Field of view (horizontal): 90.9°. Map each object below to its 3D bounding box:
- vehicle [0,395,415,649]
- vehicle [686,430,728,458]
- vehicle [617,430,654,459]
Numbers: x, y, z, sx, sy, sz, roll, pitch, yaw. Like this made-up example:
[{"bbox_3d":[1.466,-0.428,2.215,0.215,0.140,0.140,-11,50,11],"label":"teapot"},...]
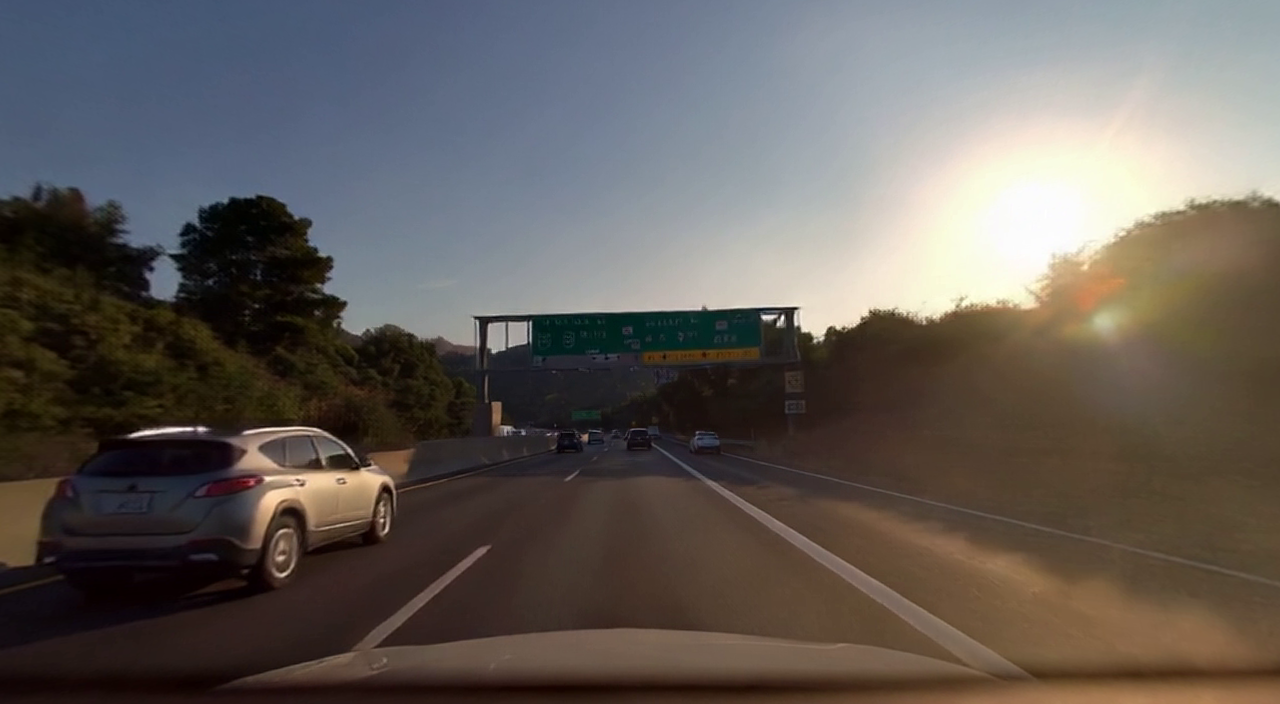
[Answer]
[{"bbox_3d":[-4.109,1.335,6.231,2.023,1.512,4.804,0,-8,0],"label":"vehicle"},{"bbox_3d":[3.760,5.225,35.984,1.841,1.491,3.869,0,-8,-2],"label":"vehicle"},{"bbox_3d":[-0.250,4.863,33.255,1.869,1.466,3.356,0,-8,-1],"label":"vehicle"}]
